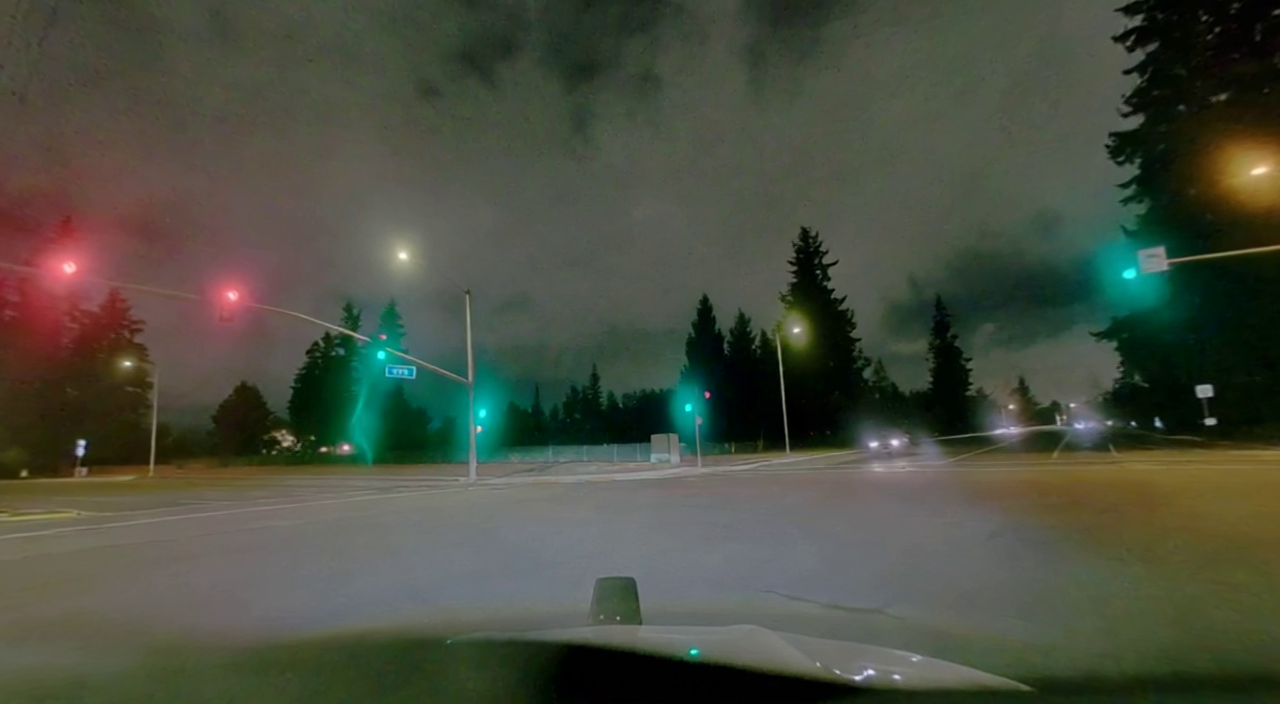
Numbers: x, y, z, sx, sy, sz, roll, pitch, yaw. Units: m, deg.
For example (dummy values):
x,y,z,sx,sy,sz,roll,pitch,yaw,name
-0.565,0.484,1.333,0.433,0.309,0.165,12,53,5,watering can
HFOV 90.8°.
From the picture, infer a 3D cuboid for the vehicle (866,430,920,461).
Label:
x,y,z,sx,sy,sz,roll,pitch,yaw,name
14.266,5.264,35.487,1.997,1.577,4.719,-5,-10,31,vehicle
